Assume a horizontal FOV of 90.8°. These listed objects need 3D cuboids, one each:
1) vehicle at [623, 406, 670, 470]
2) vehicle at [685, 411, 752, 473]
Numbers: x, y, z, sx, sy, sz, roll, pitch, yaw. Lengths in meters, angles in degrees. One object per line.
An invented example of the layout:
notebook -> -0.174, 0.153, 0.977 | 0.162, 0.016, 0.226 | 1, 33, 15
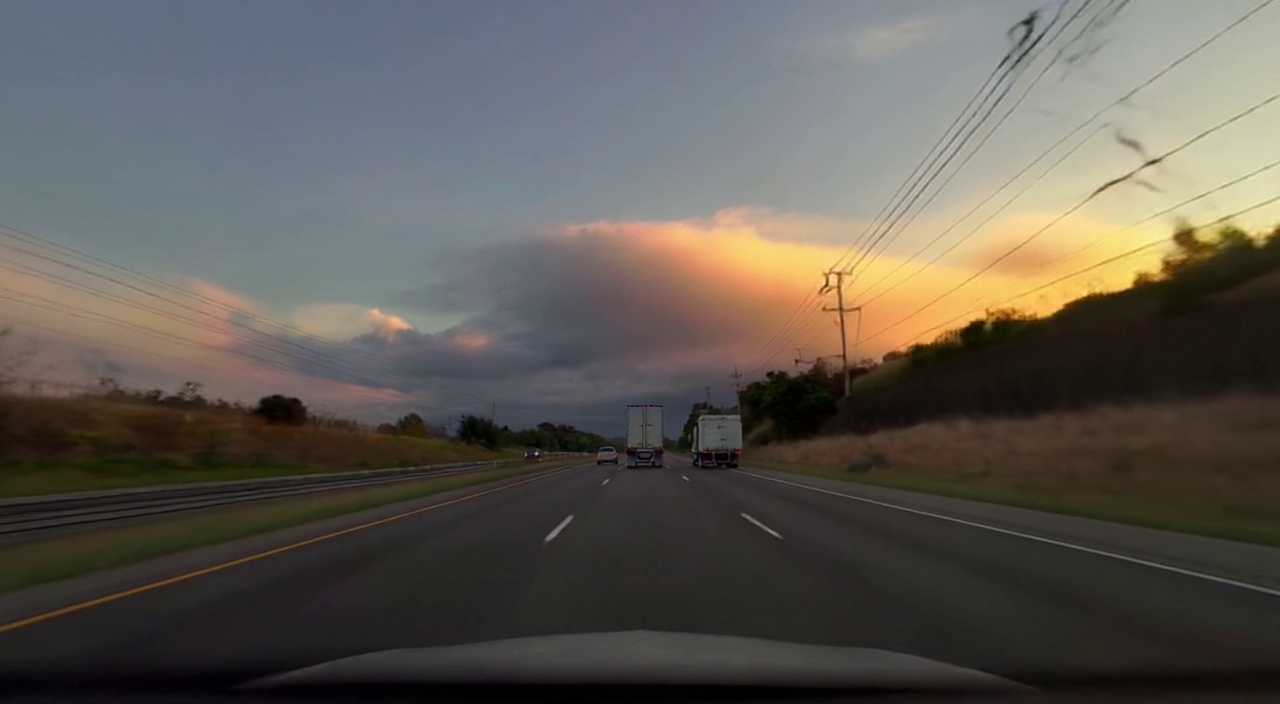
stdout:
vehicle -> 0.509, 6.500, 46.602 | 2.997, 4.076, 13.224 | 0, -9, 1
vehicle -> 4.661, 5.671, 39.230 | 2.938, 3.378, 8.820 | 0, -9, 0
